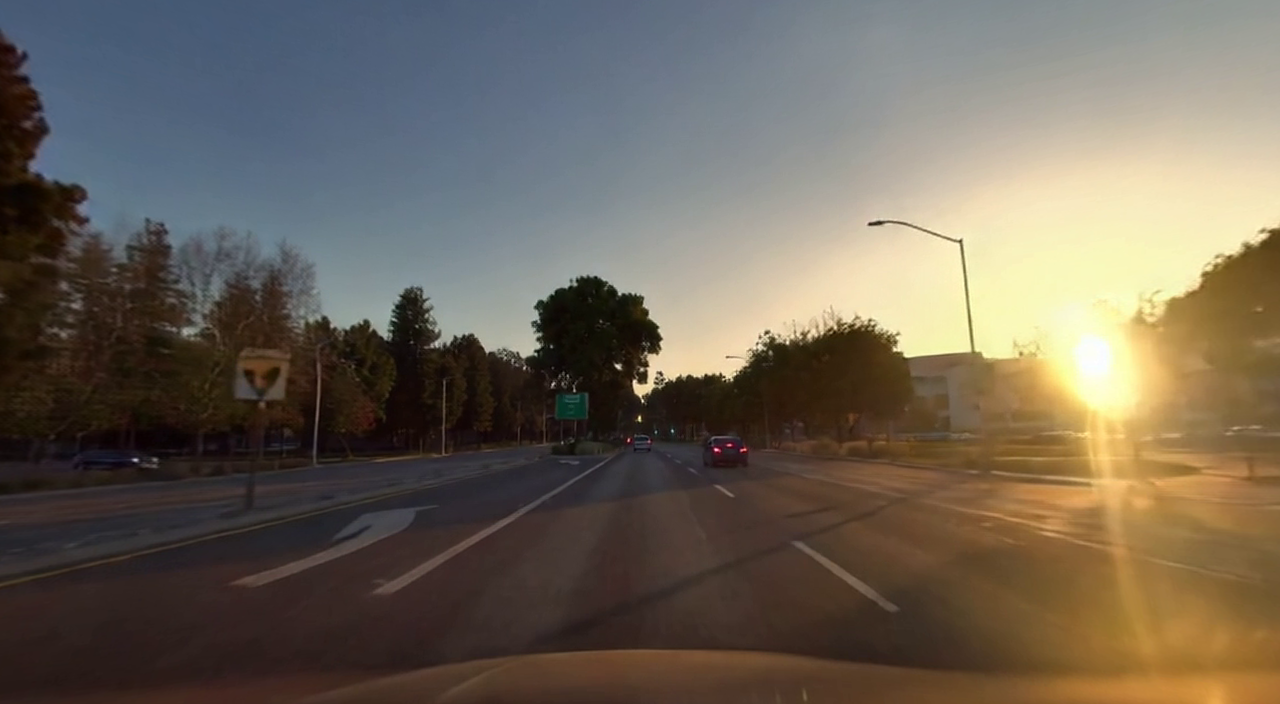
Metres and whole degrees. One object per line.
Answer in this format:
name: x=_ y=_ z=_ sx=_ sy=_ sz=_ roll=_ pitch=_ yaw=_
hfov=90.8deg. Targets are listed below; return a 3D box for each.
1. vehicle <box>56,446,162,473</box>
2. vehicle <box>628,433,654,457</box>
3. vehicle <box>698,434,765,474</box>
vehicle: x=-30.352 y=6.141 z=36.182 sx=4.522 sy=1.474 sz=1.862 roll=-1 pitch=-8 yaw=4
vehicle: x=0.054 y=7.291 z=49.521 sx=1.988 sy=1.800 sz=4.322 roll=0 pitch=-8 yaw=0
vehicle: x=3.643 y=4.163 z=26.009 sx=1.948 sy=1.479 sz=4.620 roll=0 pitch=-8 yaw=-2
